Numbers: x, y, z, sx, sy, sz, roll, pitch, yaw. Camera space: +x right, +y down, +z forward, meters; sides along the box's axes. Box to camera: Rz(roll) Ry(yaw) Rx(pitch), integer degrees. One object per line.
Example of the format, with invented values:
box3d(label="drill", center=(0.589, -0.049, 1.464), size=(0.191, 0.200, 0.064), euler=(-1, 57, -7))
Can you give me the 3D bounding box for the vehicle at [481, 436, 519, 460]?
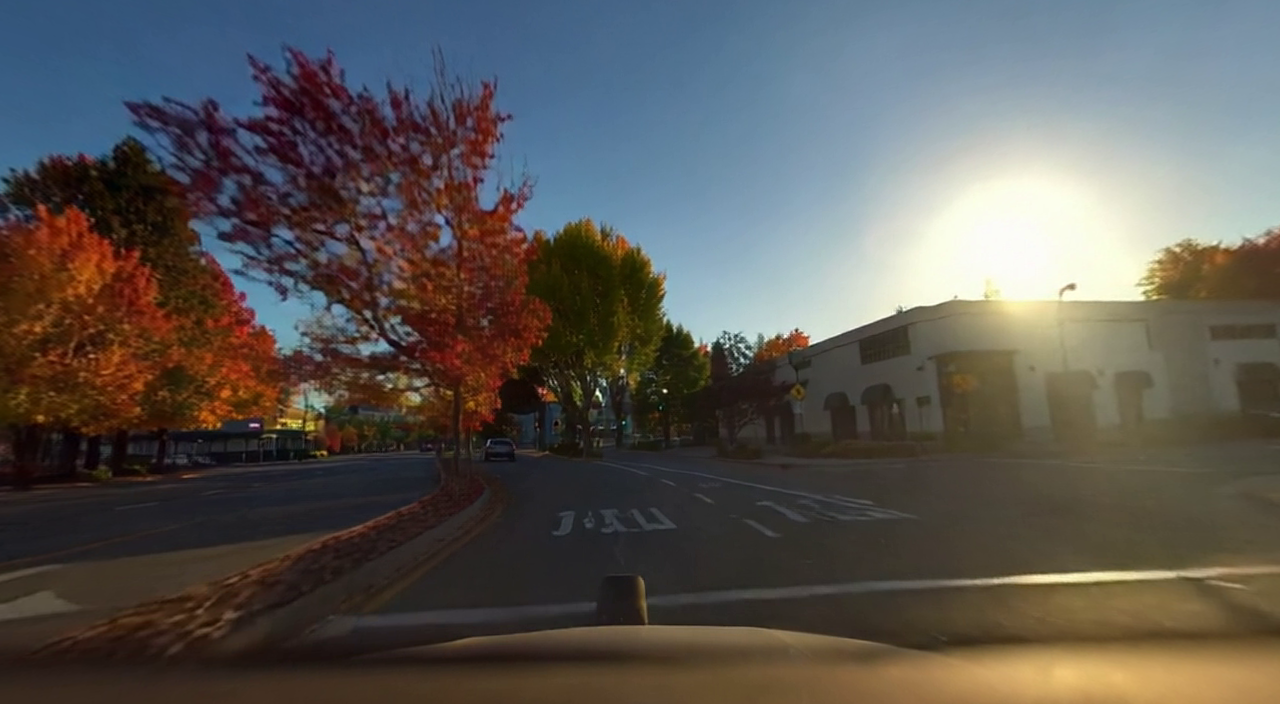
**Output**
box3d(label="vehicle", center=(-9.290, 6.335, 41.521), size=(2.018, 1.512, 4.304), euler=(2, -9, -17))
